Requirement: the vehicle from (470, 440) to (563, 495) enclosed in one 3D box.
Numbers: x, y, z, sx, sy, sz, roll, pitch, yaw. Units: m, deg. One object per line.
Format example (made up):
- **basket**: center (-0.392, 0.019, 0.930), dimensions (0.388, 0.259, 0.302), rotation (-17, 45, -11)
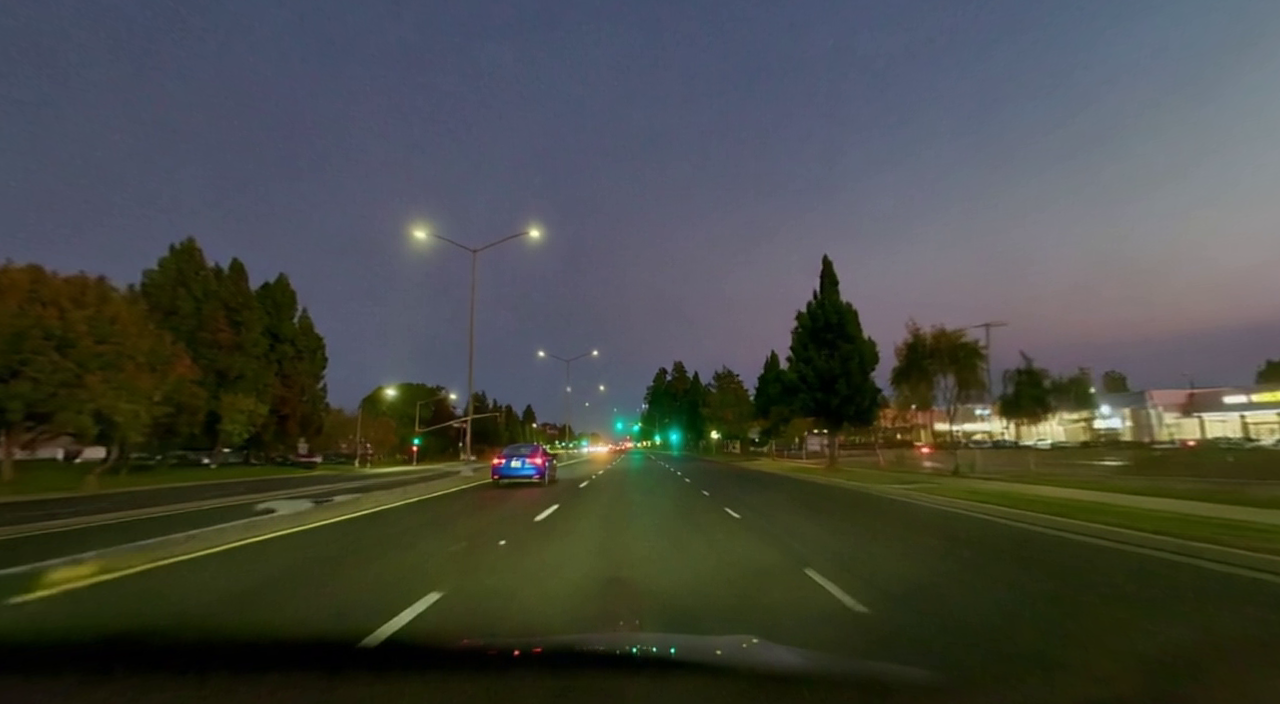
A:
- **vehicle**: center (-3.655, 3.497, 19.523), dimensions (2.003, 1.454, 4.484), rotation (0, -8, 0)
